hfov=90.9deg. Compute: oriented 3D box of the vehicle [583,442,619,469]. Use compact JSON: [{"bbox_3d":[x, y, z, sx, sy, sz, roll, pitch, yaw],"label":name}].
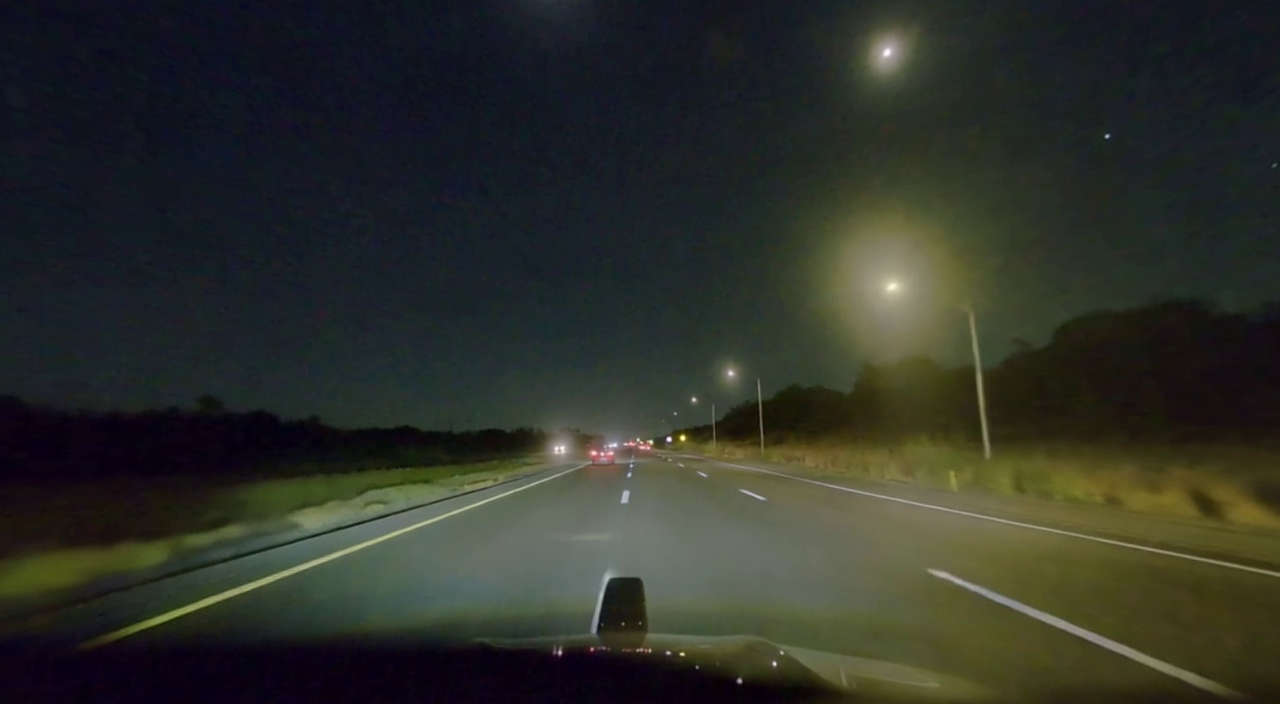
[{"bbox_3d":[-2.264,6.162,37.691,1.991,1.475,4.302,0,-8,-1],"label":"vehicle"}]
